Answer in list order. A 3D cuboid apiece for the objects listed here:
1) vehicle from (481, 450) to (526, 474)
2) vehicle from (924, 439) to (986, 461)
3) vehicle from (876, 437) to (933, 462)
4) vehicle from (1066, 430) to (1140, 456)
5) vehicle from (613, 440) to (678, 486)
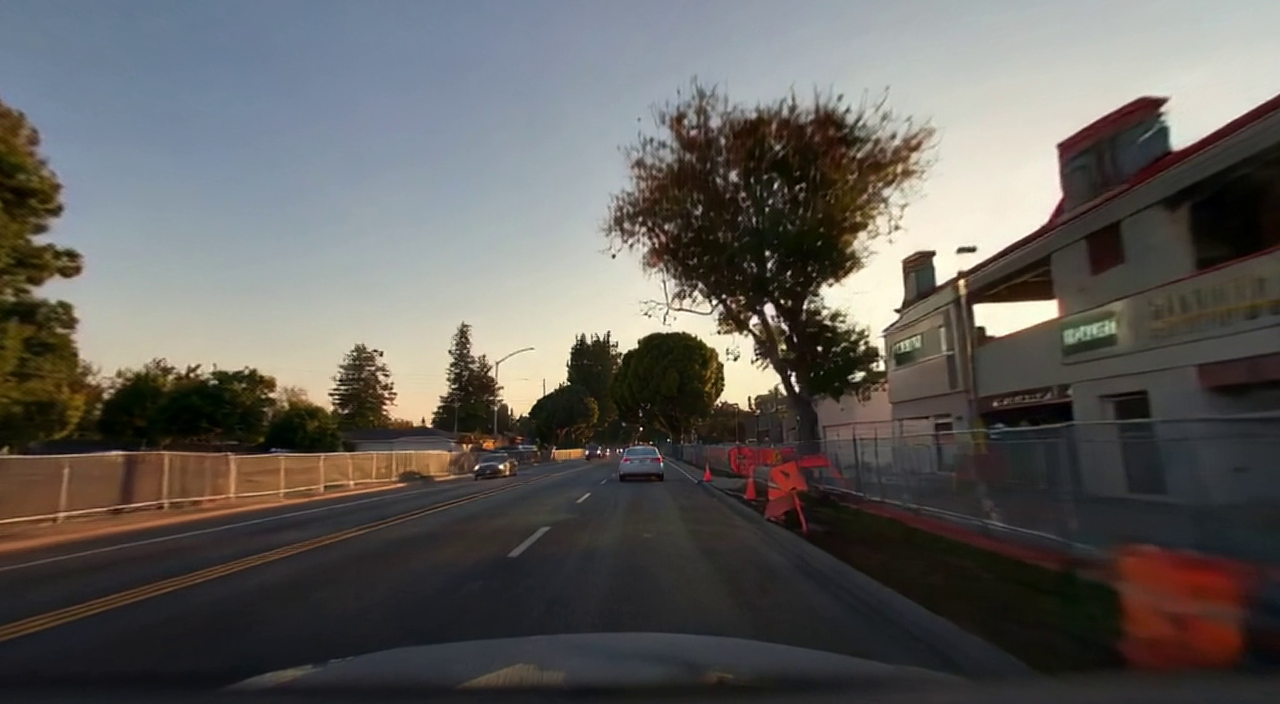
[{"bbox_3d":[-9.167,7.425,42.540,1.956,1.527,4.365,0,-9,1],"label":"vehicle"},{"bbox_3d":[21.912,6.849,43.875,1.934,1.457,4.134,0,-9,-5],"label":"vehicle"},{"bbox_3d":[19.008,7.017,45.375,2.039,1.705,4.666,0,-9,0],"label":"vehicle"},{"bbox_3d":[33.292,6.584,45.322,2.008,1.725,4.695,-1,-9,4],"label":"vehicle"},{"bbox_3d":[0.170,3.974,22.771,2.144,1.514,4.063,0,-9,0],"label":"vehicle"}]
